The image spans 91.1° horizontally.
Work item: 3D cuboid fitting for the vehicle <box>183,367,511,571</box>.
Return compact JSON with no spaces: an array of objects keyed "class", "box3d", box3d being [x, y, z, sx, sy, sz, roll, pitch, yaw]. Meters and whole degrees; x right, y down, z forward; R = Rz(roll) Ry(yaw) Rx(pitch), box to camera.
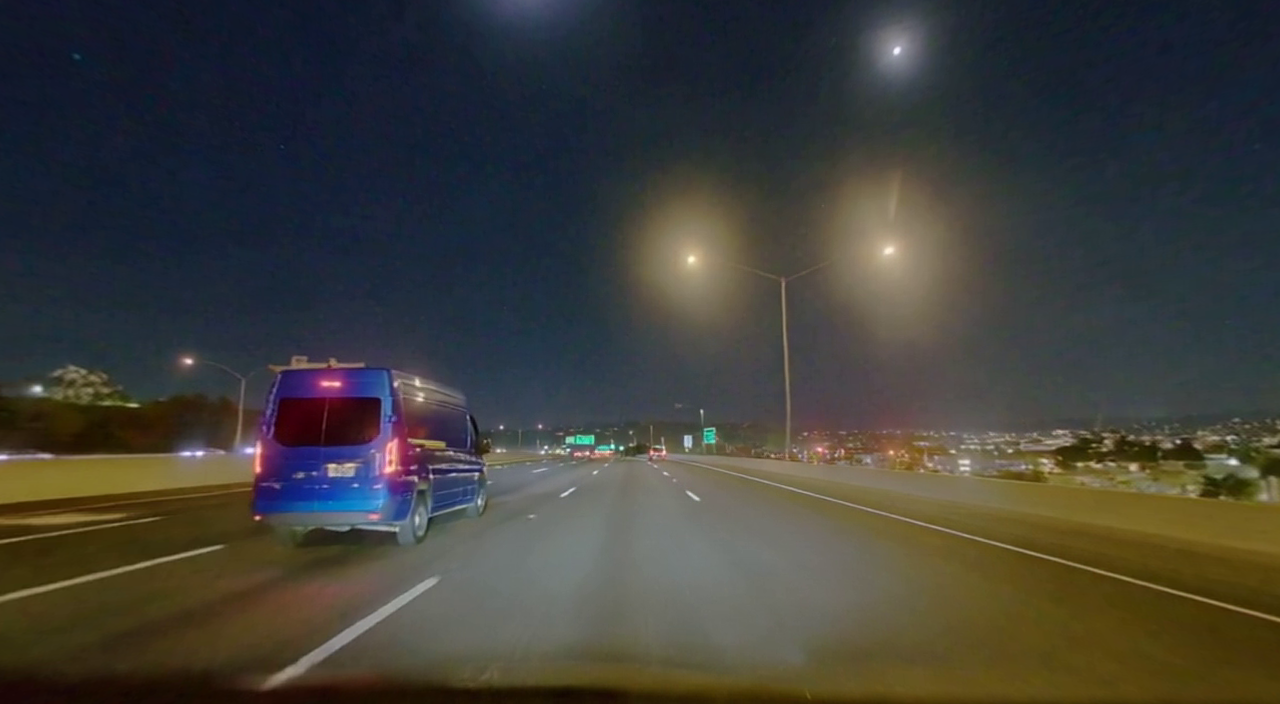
[{"class":"vehicle","box3d":[-3.797,1.687,9.714,2.372,2.248,5.393,0,-9,1]}]
